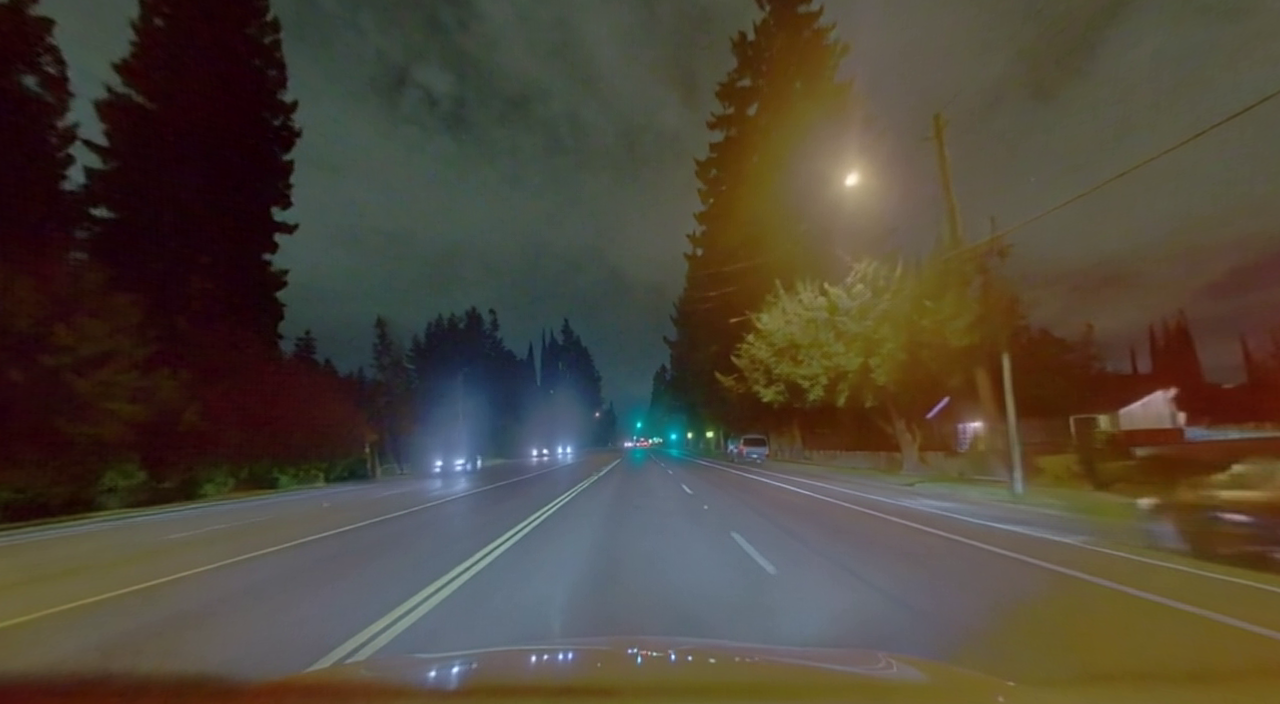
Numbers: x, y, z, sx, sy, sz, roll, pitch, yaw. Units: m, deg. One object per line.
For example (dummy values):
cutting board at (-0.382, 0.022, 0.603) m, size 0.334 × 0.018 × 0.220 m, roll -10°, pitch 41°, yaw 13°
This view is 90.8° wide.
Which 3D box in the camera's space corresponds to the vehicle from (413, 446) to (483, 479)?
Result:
vehicle at (-9.635, 5.565, 32.160) m, size 2.061 × 1.490 × 4.637 m, roll 0°, pitch -8°, yaw 1°

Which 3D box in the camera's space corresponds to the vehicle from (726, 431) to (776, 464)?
vehicle at (7.509, 6.544, 43.347) m, size 2.278 × 2.079 × 5.861 m, roll 0°, pitch -8°, yaw -1°

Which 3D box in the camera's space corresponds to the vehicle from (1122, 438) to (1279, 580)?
vehicle at (7.617, 1.585, 6.284) m, size 1.967 × 1.449 × 4.645 m, roll 0°, pitch -8°, yaw 0°
